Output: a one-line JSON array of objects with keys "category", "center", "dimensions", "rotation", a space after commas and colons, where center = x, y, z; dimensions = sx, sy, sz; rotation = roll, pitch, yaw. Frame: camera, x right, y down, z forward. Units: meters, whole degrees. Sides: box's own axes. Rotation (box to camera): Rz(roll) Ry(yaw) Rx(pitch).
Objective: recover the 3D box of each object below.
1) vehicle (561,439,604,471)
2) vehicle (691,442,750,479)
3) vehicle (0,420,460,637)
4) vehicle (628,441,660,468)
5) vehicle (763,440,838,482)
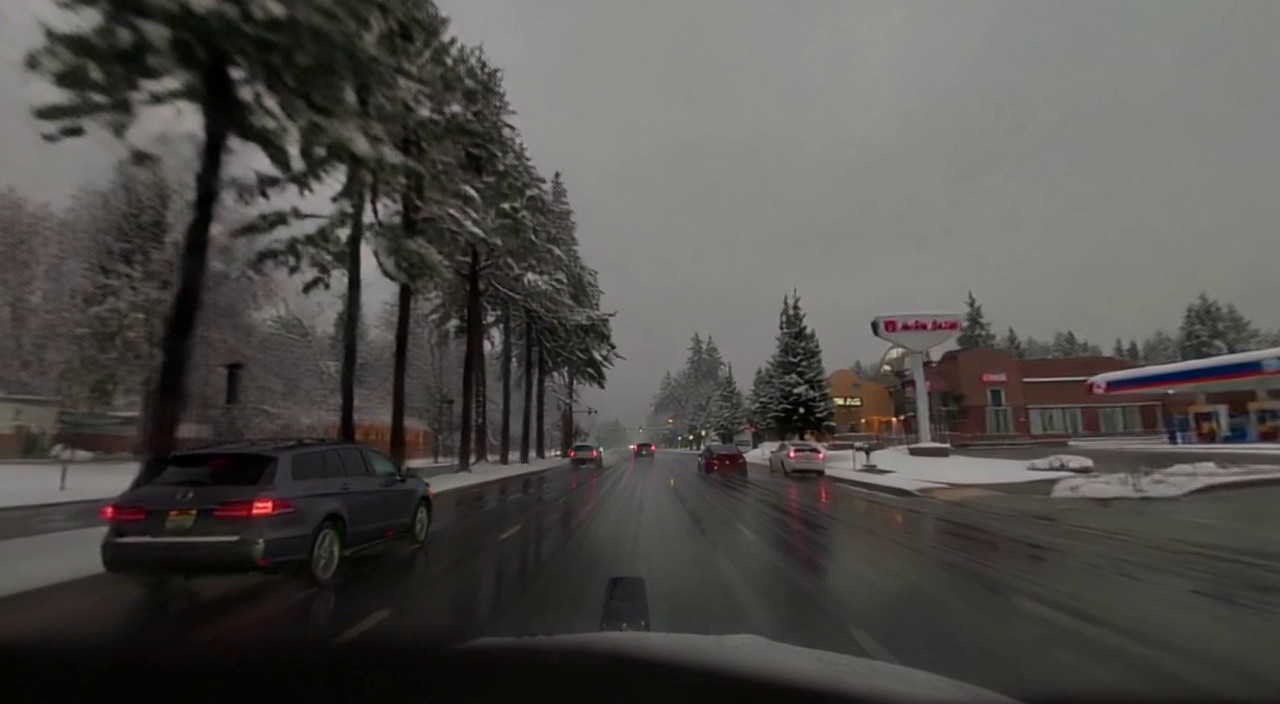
[{"category": "vehicle", "center": [-3.376, 6.125, 37.643], "dimensions": [2.051, 1.747, 4.370], "rotation": [0, -8, 1]}, {"category": "vehicle", "center": [3.447, 4.754, 27.863], "dimensions": [2.010, 1.486, 4.498], "rotation": [0, -8, 0]}, {"category": "vehicle", "center": [-3.853, 1.644, 7.145], "dimensions": [1.988, 1.530, 5.155], "rotation": [0, -8, 1]}, {"category": "vehicle", "center": [0.259, 6.463, 39.788], "dimensions": [1.922, 1.579, 3.642], "rotation": [0, -8, 0]}, {"category": "vehicle", "center": [6.537, 4.485, 26.243], "dimensions": [1.983, 1.599, 4.243], "rotation": [0, -8, 0]}]
